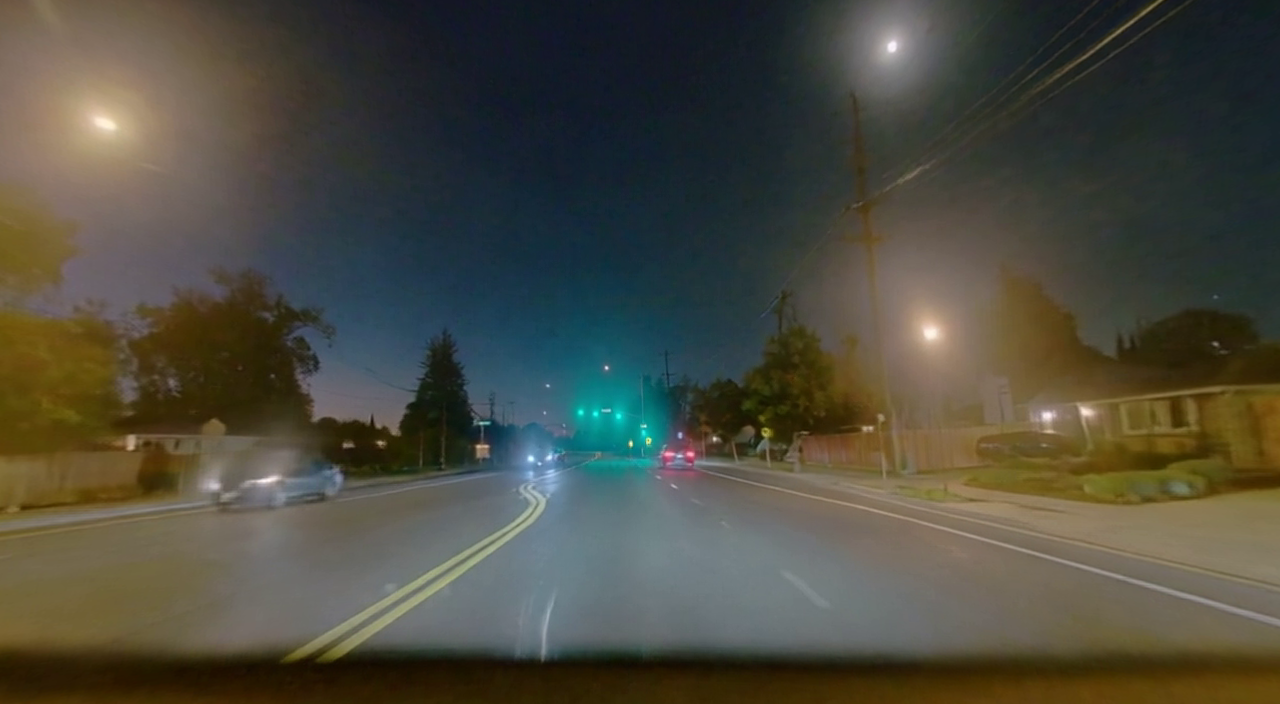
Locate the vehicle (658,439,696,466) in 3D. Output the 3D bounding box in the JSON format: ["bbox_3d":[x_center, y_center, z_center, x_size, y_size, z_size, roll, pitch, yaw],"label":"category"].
[{"bbox_3d":[2.577,7.180,45.131,2.144,1.843,4.827,0,-9,-4],"label":"vehicle"}]

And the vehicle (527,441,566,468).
[{"bbox_3d":[-6.719,7.424,45.749,2.127,1.725,4.366,-3,-9,0],"label":"vehicle"}]

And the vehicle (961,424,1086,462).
[{"bbox_3d":[18.128,4.338,29.969,4.766,1.493,2.076,-9,-11,31],"label":"vehicle"}]

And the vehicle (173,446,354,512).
[{"bbox_3d":[-9.976,3.353,17.255,2.050,1.536,4.537,-1,-9,2],"label":"vehicle"}]
